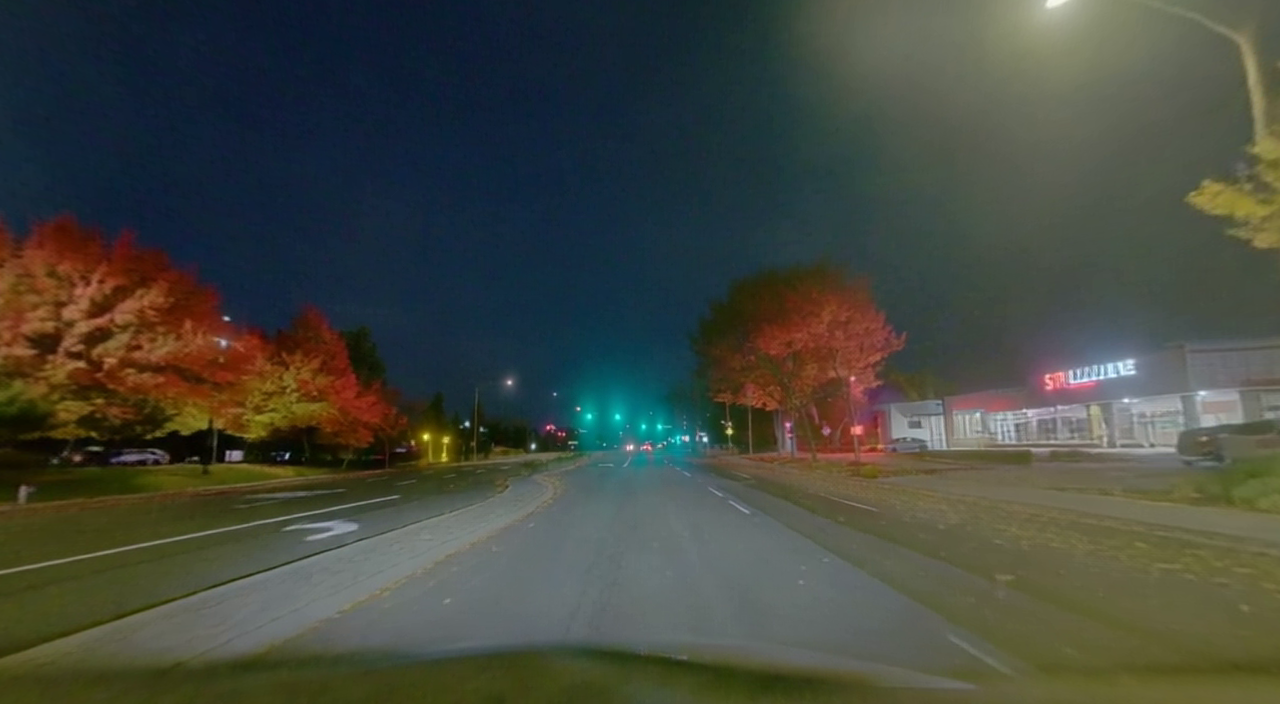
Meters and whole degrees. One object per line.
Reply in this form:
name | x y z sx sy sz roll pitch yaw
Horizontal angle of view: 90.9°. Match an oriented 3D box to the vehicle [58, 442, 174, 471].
vehicle | -30.410 6.124 36.733 4.706 1.457 1.999 3 -11 -5
